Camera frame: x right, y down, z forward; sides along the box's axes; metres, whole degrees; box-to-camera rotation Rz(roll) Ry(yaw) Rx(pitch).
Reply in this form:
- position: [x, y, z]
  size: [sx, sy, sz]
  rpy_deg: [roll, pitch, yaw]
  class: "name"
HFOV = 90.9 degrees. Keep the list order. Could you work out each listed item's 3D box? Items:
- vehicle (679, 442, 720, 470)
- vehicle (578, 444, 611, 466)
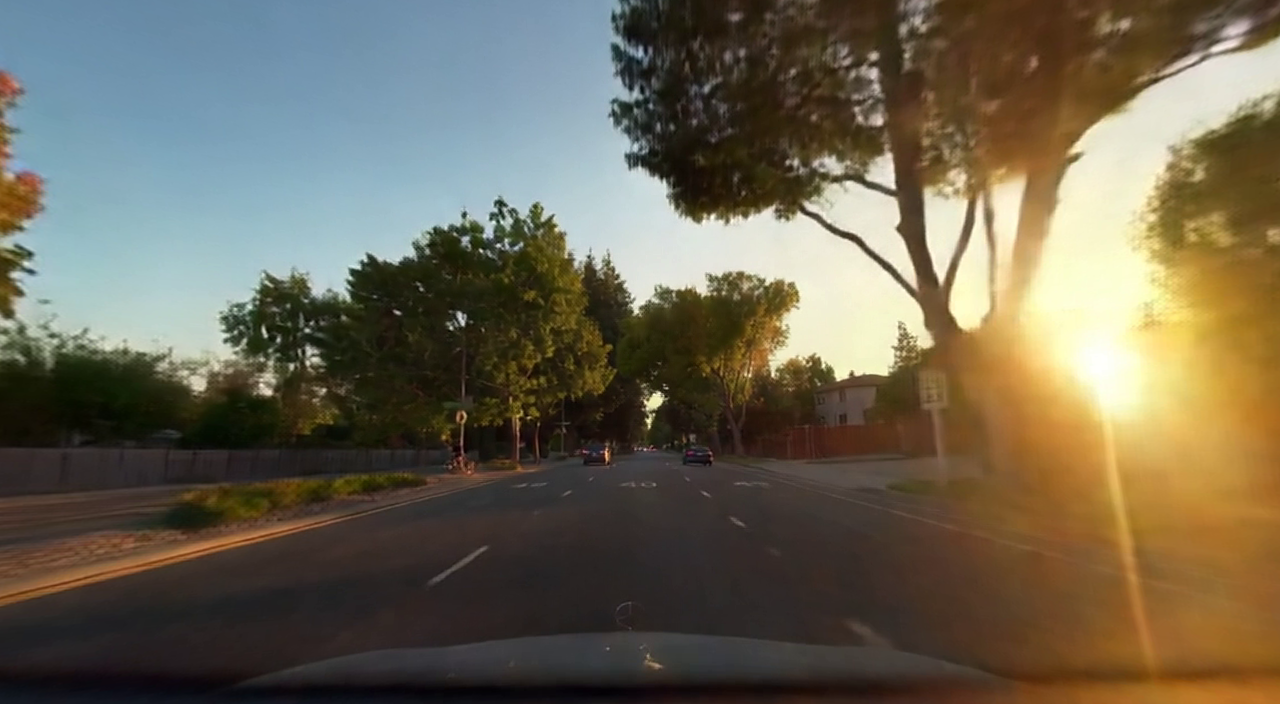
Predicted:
- position: [3.465, 6.127, 37.291]
  size: [1.992, 1.511, 4.464]
  rpy_deg: [0, -9, 0]
  class: "vehicle"
- position: [-3.335, 7.631, 46.785]
  size: [2.011, 1.480, 4.517]
  rpy_deg: [0, -9, 1]
  class: "vehicle"
